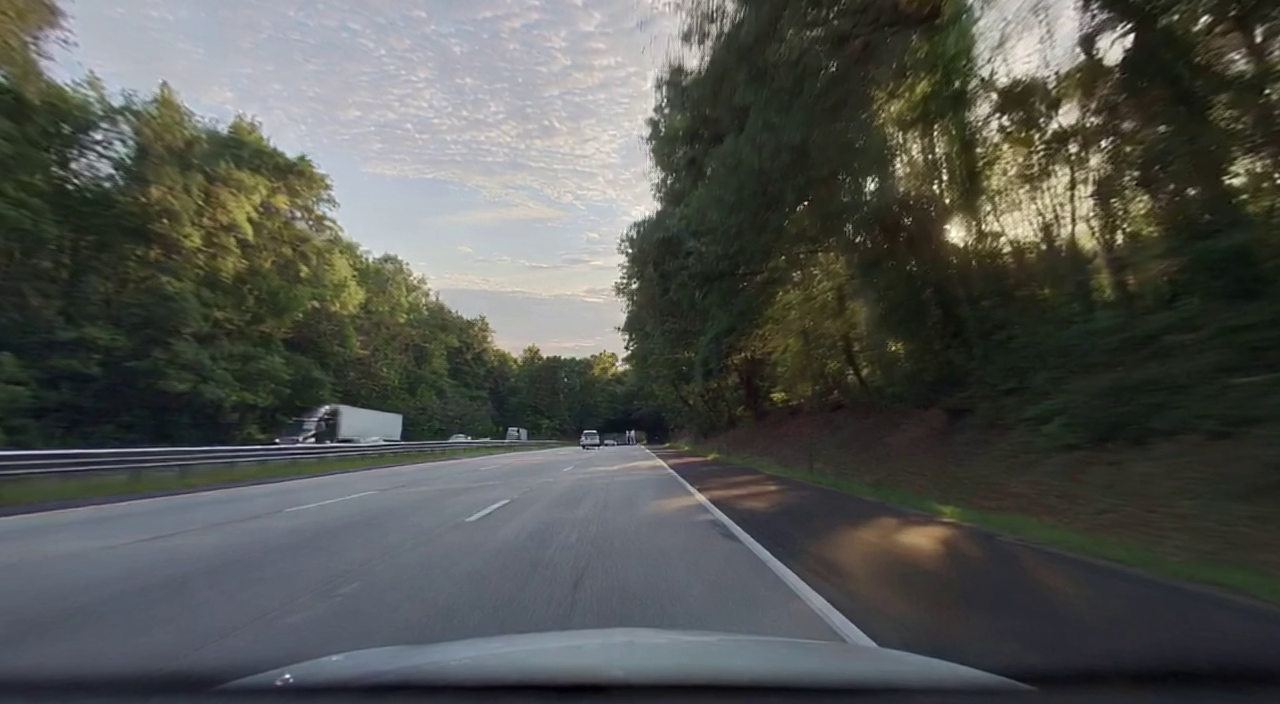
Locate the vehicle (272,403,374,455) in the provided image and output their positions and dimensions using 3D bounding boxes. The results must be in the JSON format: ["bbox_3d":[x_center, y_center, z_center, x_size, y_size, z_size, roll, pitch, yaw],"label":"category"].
[{"bbox_3d":[-24.538,6.117,49.515,2.975,3.670,9.888,0,-8,-1],"label":"vehicle"}]
